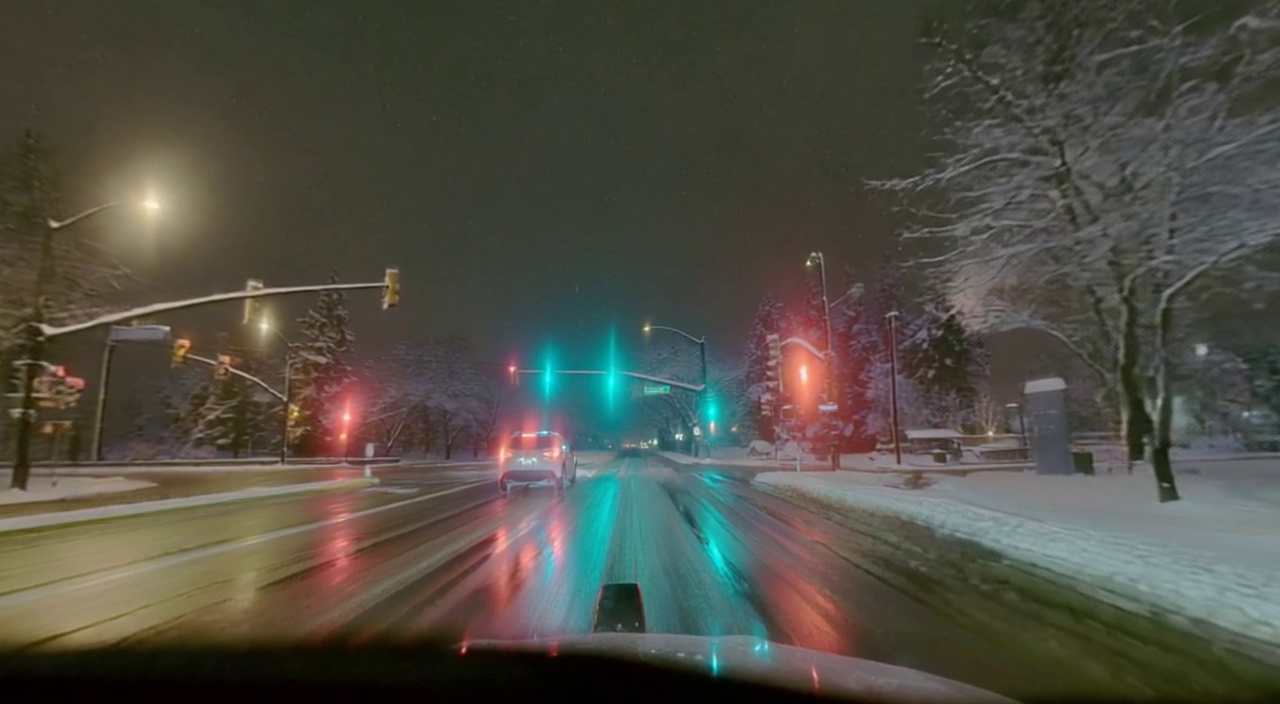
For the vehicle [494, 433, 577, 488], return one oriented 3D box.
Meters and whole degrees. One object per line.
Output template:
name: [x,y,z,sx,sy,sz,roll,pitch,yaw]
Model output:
vehicle: [-3.339,3.576,21.129,2.076,1.599,4.483,0,-9,-1]
